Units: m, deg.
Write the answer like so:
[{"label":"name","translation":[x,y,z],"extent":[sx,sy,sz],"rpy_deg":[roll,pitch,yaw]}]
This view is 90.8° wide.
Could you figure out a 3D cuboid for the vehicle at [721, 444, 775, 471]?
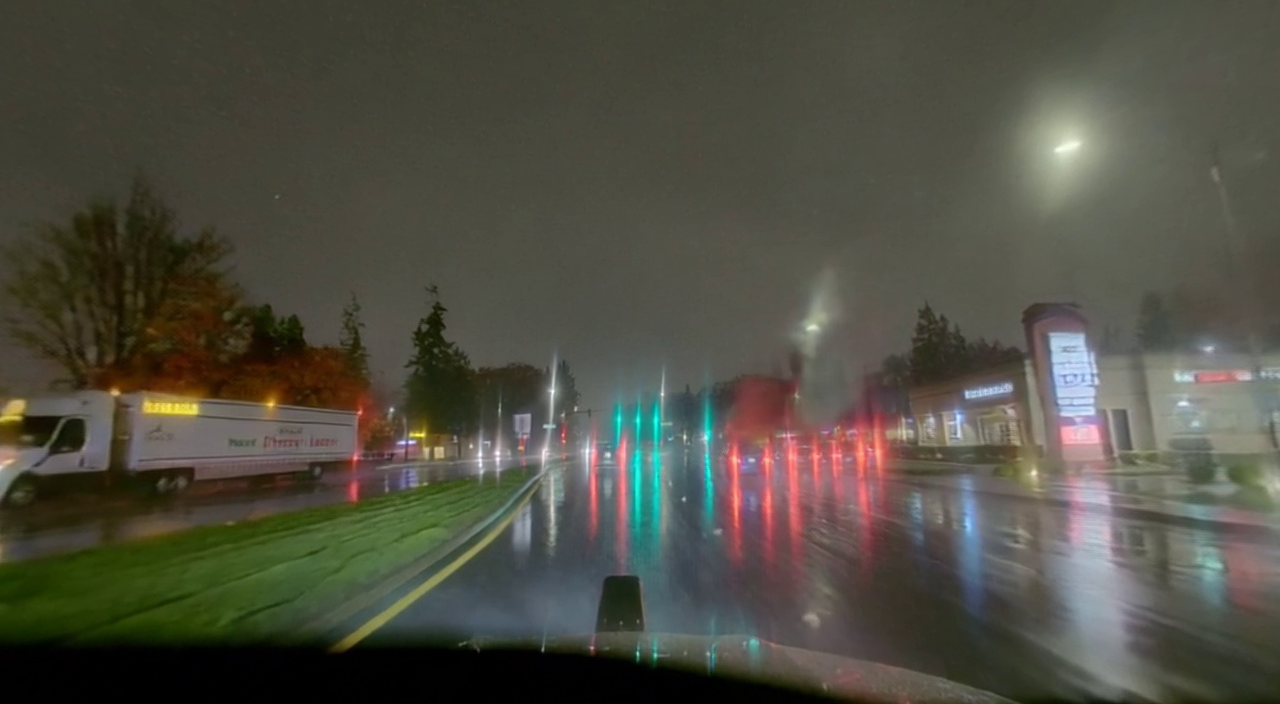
[{"label":"vehicle","translation":[6.211,6.114,36.817],"extent":[2.075,1.475,4.571],"rpy_deg":[0,-8,-3]}]

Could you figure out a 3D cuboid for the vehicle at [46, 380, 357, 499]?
[{"label":"vehicle","translation":[-19.285,4.331,30.809],"extent":[3.133,4.167,16.699],"rpy_deg":[0,-8,1]}]

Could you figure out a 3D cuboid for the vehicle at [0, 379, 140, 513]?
[{"label":"vehicle","translation":[-19.436,2.957,20.168],"extent":[2.986,3.786,4.453],"rpy_deg":[0,-8,1]}]

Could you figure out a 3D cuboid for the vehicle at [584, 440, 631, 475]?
[{"label":"vehicle","translation":[-1.589,5.029,30.339],"extent":[2.072,1.545,4.578],"rpy_deg":[0,-8,-4]}]
